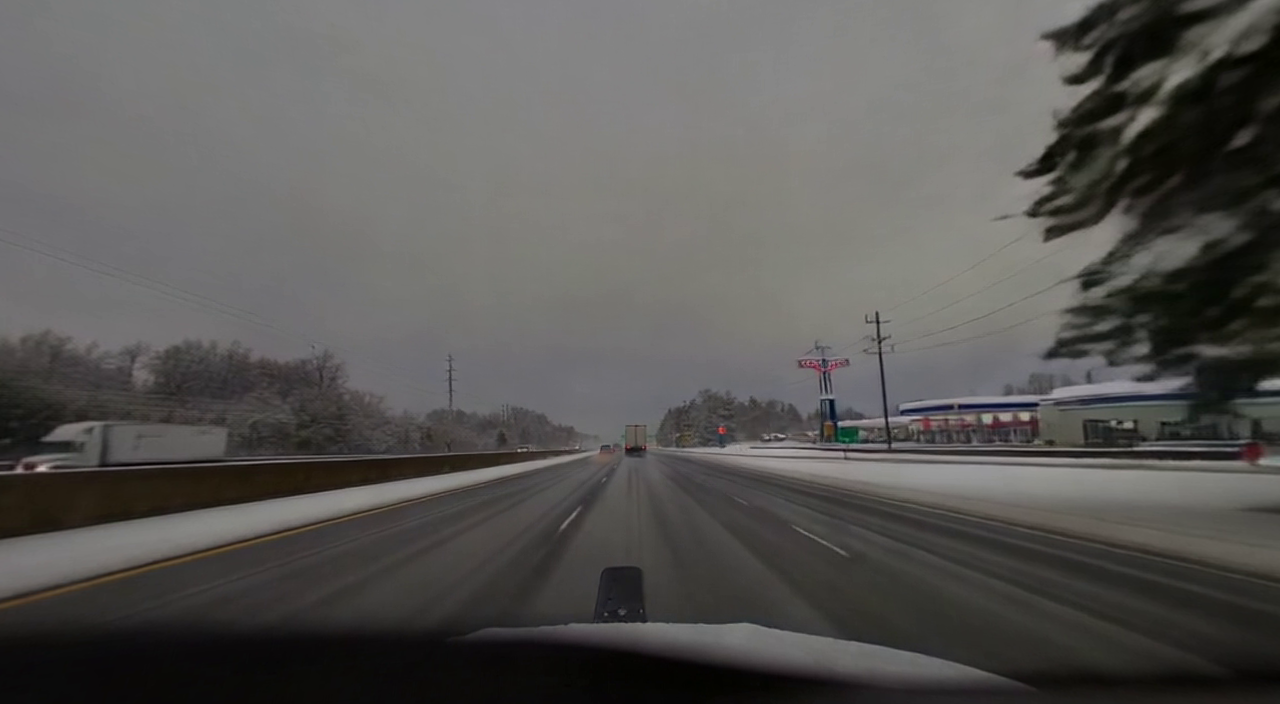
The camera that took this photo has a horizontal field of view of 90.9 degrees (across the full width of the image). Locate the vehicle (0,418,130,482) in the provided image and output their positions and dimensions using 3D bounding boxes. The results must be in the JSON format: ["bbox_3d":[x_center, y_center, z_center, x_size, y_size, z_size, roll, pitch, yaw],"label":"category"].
[{"bbox_3d":[-35.406,5.952,38.560,2.886,3.559,5.787,-1,-9,7],"label":"vehicle"}]

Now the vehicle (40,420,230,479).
[{"bbox_3d":[-34.725,6.816,44.403,2.800,3.554,11.470,-1,-9,7],"label":"vehicle"}]
